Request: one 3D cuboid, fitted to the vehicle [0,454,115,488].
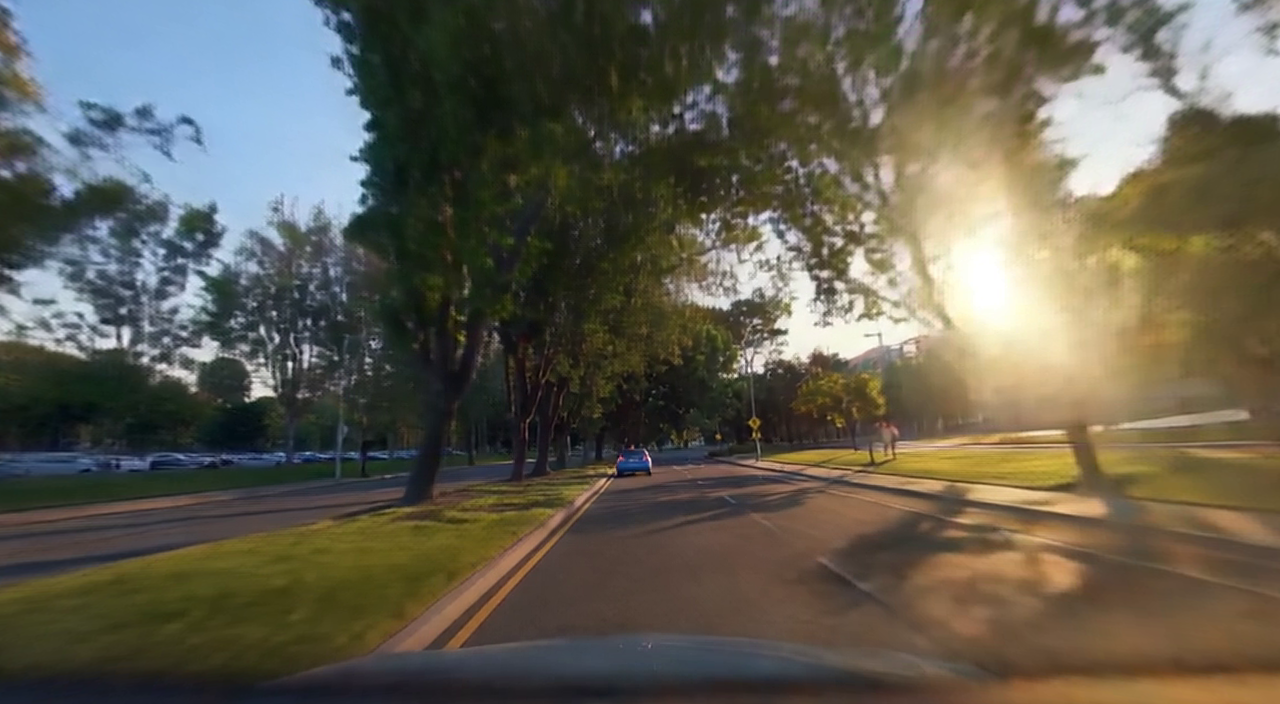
[{"bbox_3d":[-30.244,6.133,32.645,4.392,1.602,1.860,0,-8,0],"label":"vehicle"}]

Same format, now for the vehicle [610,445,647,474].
[{"bbox_3d":[-0.655,6.028,35.732,1.978,1.499,3.915,0,-8,-1],"label":"vehicle"}]
